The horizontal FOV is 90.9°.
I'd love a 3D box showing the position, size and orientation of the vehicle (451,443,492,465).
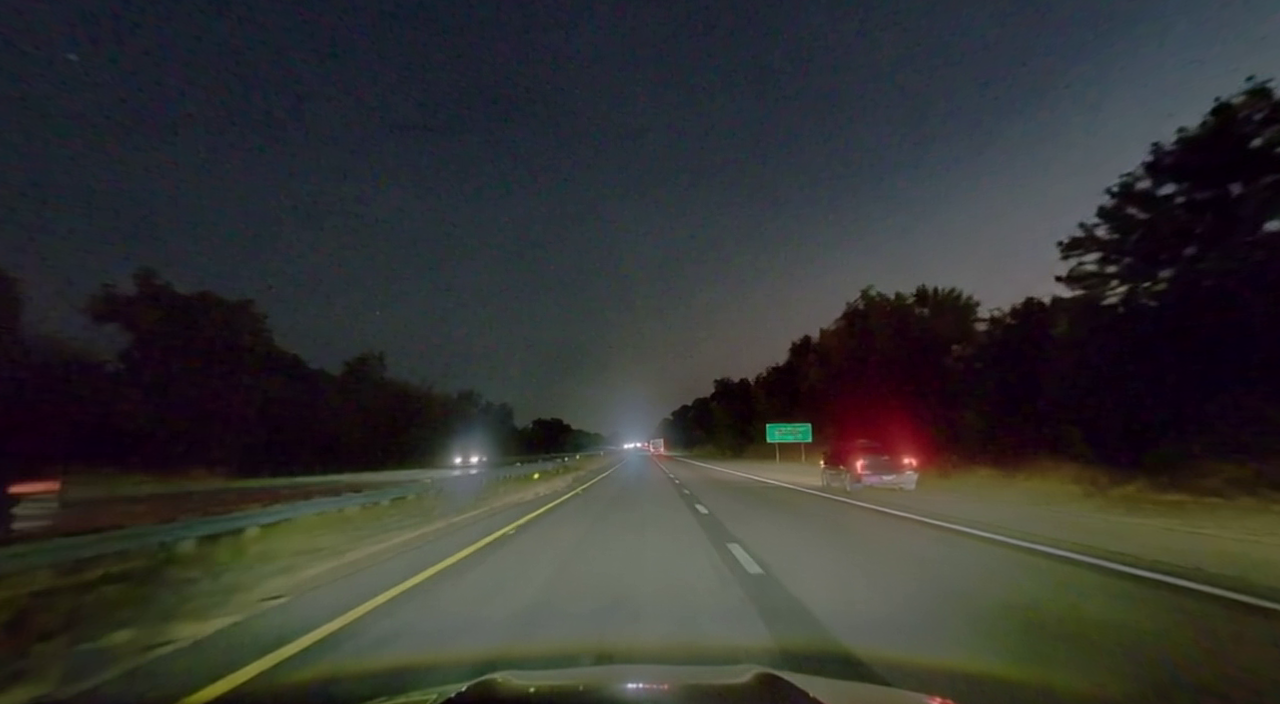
[{"bbox_3d":[-12.908,7.866,48.620,1.966,1.628,4.185,0,-9,0],"label":"vehicle"}]
